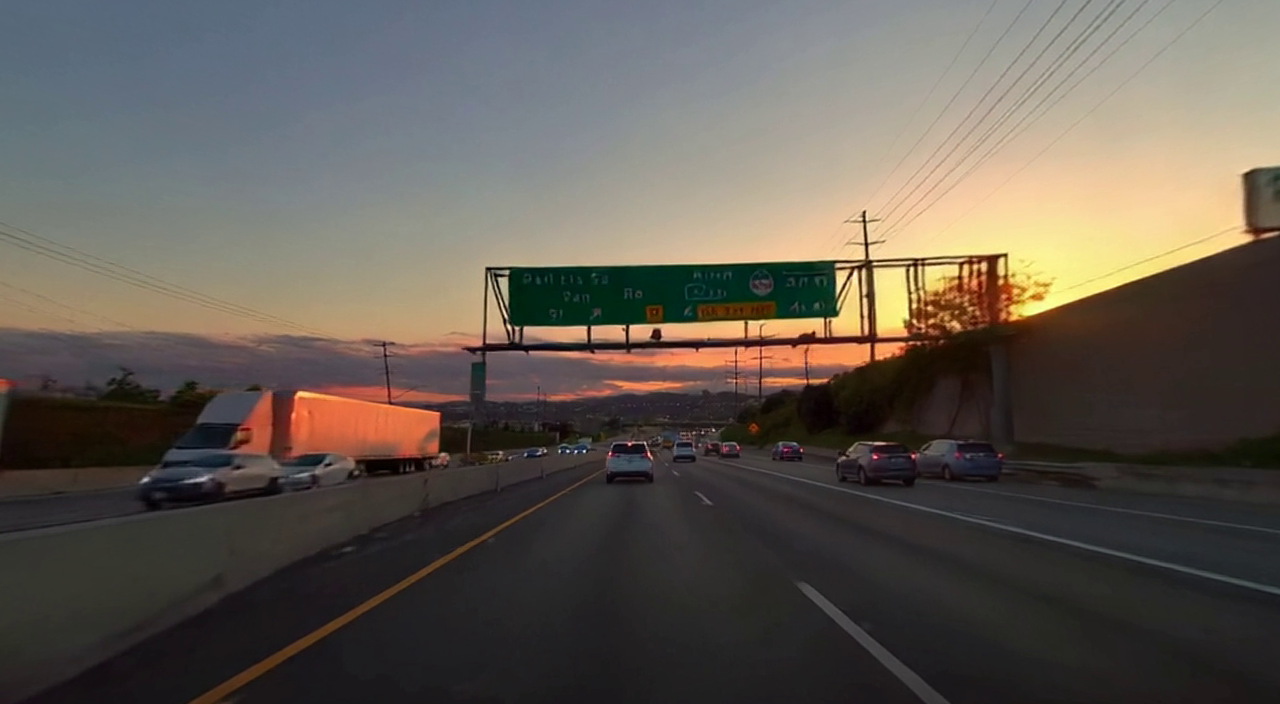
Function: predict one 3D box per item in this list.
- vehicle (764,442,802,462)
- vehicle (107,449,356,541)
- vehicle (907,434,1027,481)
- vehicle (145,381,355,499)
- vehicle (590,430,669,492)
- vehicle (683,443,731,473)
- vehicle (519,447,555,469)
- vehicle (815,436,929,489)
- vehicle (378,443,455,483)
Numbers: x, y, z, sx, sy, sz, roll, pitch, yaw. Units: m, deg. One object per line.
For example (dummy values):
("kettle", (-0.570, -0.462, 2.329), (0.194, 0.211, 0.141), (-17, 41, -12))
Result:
("vehicle", (11.074, 7.767, 49.188), (1.901, 1.485, 4.483), (0, -9, -1))
("vehicle", (-7.672, 2.675, 12.574), (1.897, 1.470, 4.474), (0, -9, 1))
("vehicle", (11.381, 3.692, 22.380), (1.944, 1.505, 4.138), (0, -9, -1))
("vehicle", (-15.010, 3.568, 25.444), (3.032, 3.968, 8.215), (0, -9, 0))
("vehicle", (-0.311, 3.531, 20.801), (2.298, 1.809, 4.359), (0, -9, 0))
("vehicle", (3.488, 5.636, 33.861), (1.934, 1.461, 4.368), (0, -9, -2))
("vehicle", (-7.745, 8.016, 47.871), (2.011, 1.598, 4.342), (0, -9, 0))
("vehicle", (7.145, 3.442, 20.001), (1.958, 1.473, 4.201), (0, -9, -1))
("vehicle", (-11.470, 5.708, 32.821), (2.102, 1.874, 5.112), (0, -9, 0))
